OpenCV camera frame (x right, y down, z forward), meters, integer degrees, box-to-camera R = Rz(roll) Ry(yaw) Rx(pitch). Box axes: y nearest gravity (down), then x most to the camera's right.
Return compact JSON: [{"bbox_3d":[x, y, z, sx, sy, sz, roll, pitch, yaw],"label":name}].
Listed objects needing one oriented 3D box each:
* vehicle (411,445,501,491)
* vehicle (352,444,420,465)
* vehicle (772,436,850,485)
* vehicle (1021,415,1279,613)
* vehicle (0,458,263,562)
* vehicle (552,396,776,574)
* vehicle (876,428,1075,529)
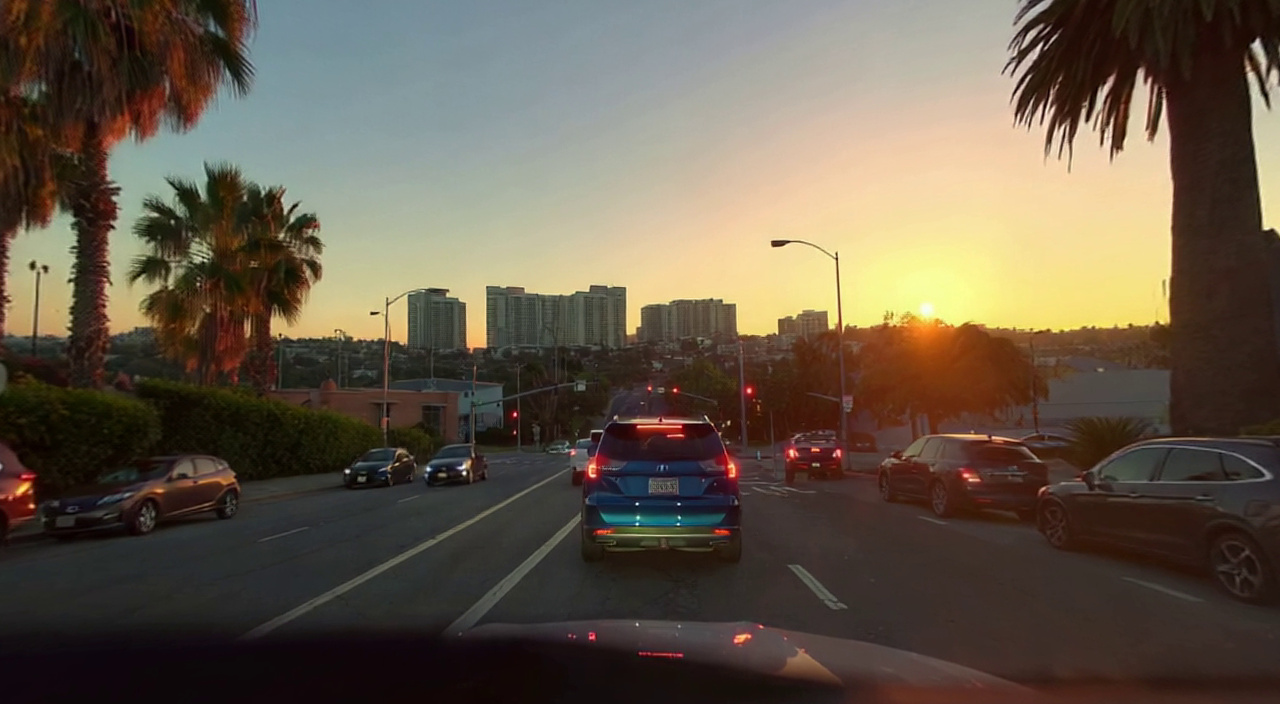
[{"bbox_3d":[-6.585,4.158,23.159,1.928,1.475,4.645,0,-8,0],"label":"vehicle"},{"bbox_3d":[-18.732,7.550,46.663,1.759,1.457,4.297,-7,-11,37],"label":"vehicle"},{"bbox_3d":[6.547,4.174,24.612,1.948,1.729,4.023,0,-8,1],"label":"vehicle"},{"bbox_3d":[6.435,1.602,6.921,1.935,1.672,4.139,0,-8,1],"label":"vehicle"},{"bbox_3d":[-9.583,2.817,11.941,2.054,1.467,4.595,-3,-9,1],"label":"vehicle"},{"bbox_3d":[0.258,1.667,8.636,2.264,1.798,4.258,0,-8,1],"label":"vehicle"},{"bbox_3d":[6.663,2.529,13.235,1.930,1.736,4.329,-1,-8,3],"label":"vehicle"}]
